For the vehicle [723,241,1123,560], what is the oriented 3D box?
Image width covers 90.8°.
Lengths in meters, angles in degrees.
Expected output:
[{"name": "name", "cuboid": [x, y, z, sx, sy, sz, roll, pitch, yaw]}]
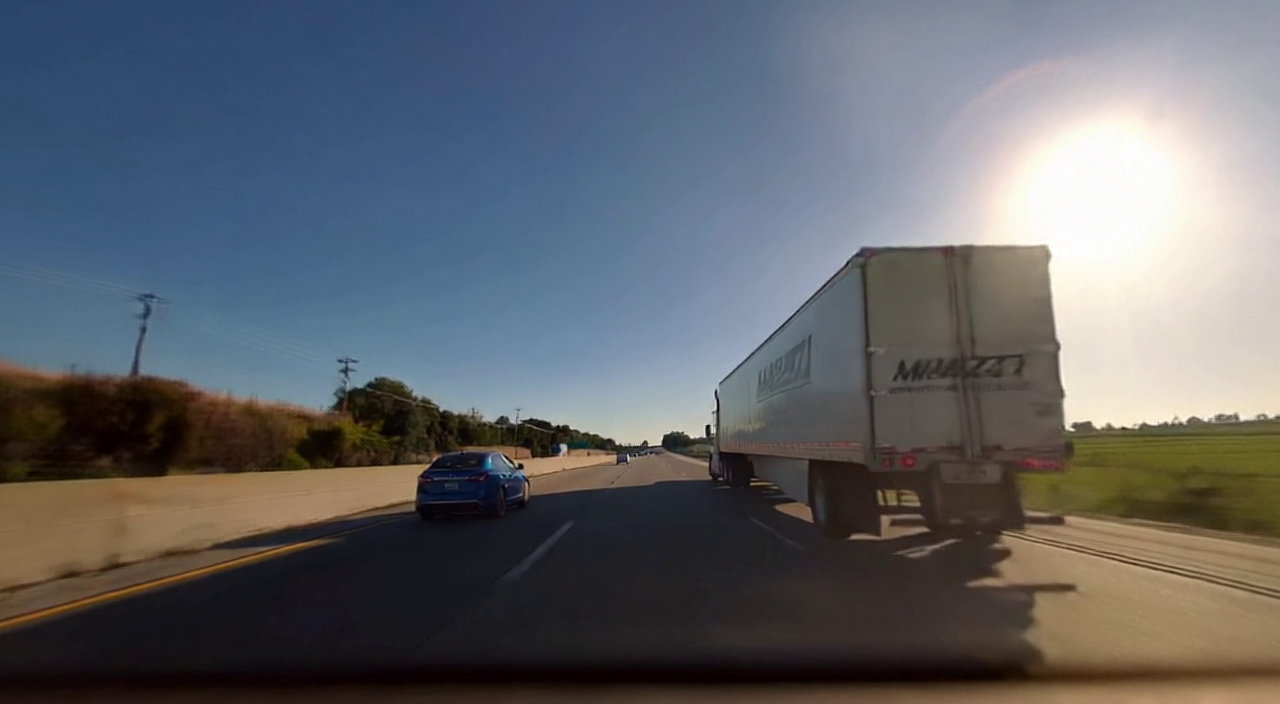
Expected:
[{"name": "vehicle", "cuboid": [4.405, 1.599, 14.874, 2.832, 4.034, 13.924, 0, -9, -1]}]

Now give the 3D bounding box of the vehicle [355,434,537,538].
[{"name": "vehicle", "cuboid": [-3.258, 2.339, 11.634, 1.945, 1.537, 4.294, 0, -9, 1]}]
